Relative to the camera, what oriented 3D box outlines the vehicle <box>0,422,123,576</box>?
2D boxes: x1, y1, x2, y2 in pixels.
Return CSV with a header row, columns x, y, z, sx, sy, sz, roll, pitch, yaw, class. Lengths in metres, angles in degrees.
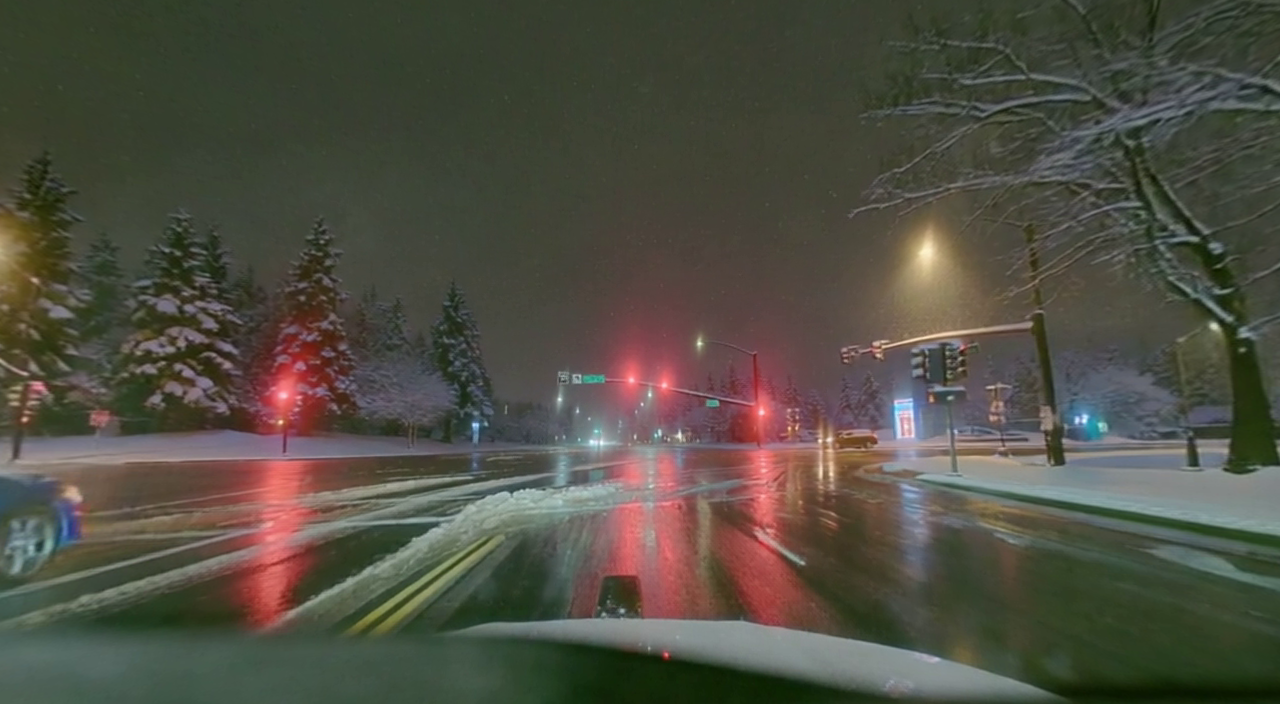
x,y,z,sx,sy,sz,roll,pitch,yaw,class
-7.233,1.272,5.041,1.904,1.497,5.154,0,-9,-1,vehicle
